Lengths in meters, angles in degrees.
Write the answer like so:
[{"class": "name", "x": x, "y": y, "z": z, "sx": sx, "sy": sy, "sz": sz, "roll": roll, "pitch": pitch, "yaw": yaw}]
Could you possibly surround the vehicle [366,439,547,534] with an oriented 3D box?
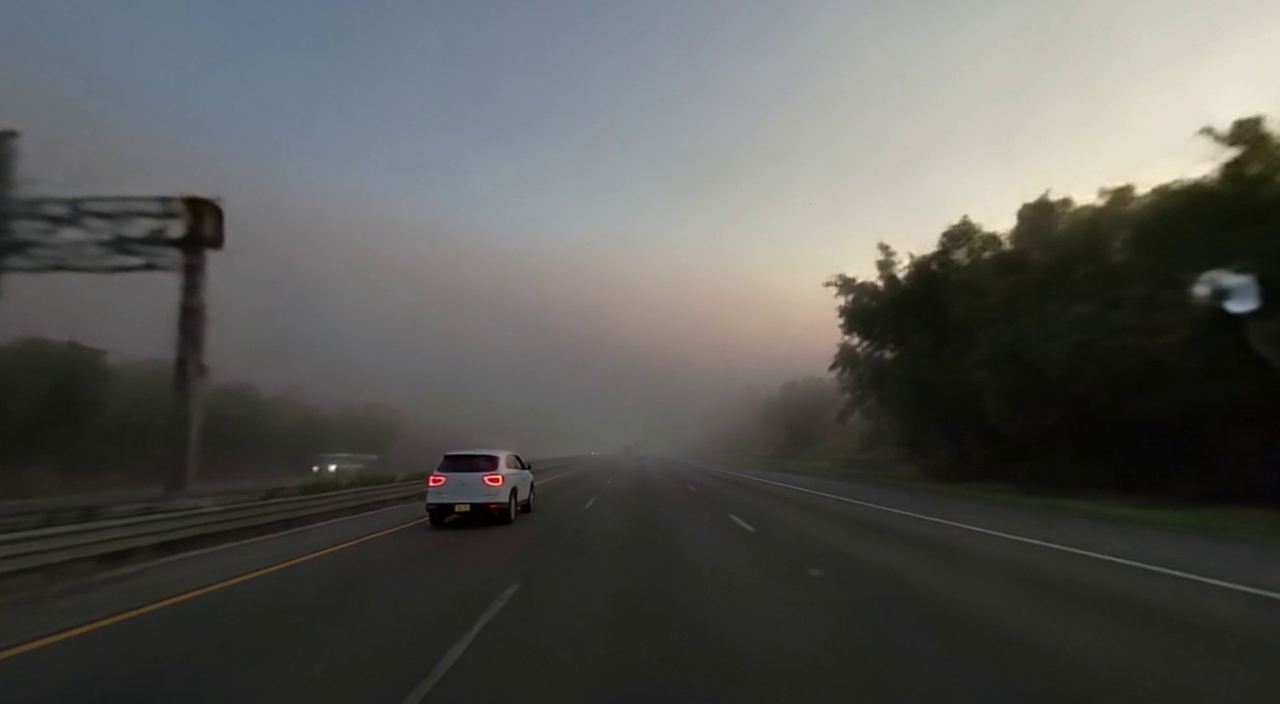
[{"class": "vehicle", "x": -3.229, "y": 2.489, "z": 12.280, "sx": 2.054, "sy": 1.475, "sz": 4.708, "roll": 0, "pitch": -9, "yaw": 1}]
